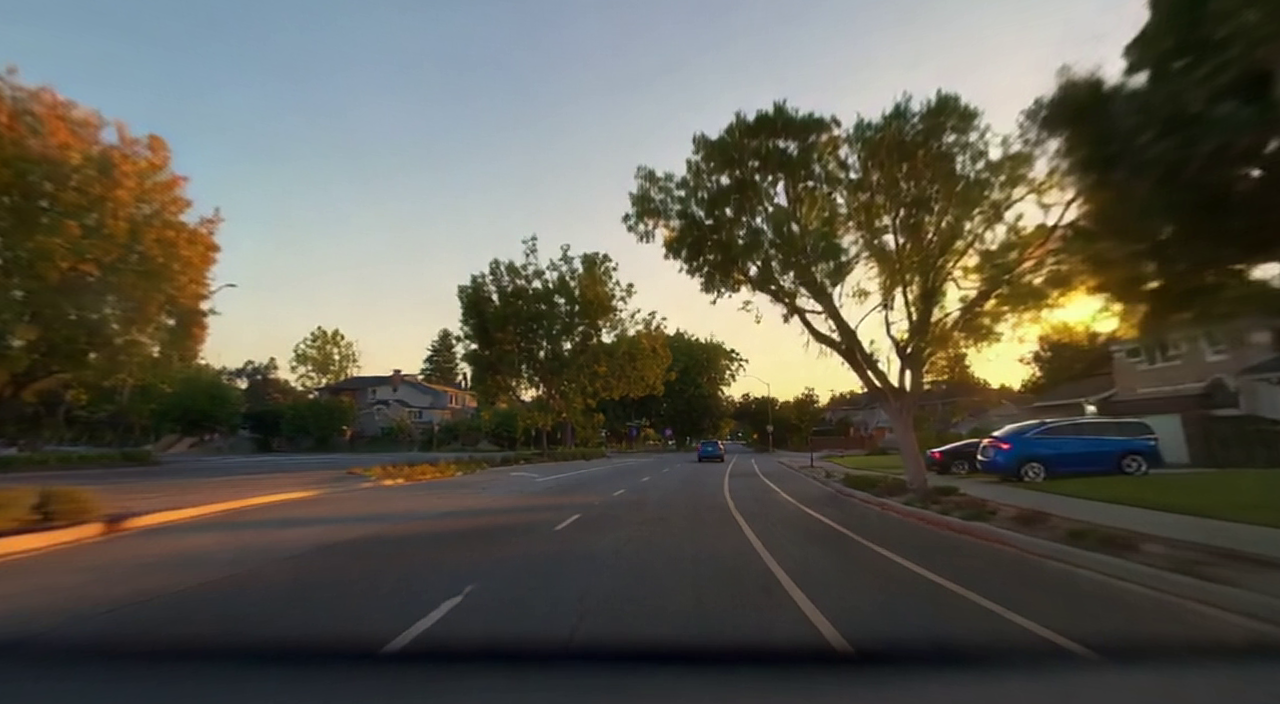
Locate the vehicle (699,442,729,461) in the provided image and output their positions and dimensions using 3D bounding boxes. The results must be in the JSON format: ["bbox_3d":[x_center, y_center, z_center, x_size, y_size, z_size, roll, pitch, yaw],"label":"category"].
[{"bbox_3d":[5.820,7.721,49.065,2.050,1.456,4.003,-1,-9,10],"label":"vehicle"}]

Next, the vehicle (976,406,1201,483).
[{"bbox_3d":[12.792,2.677,18.332,4.672,2.044,2.248,-1,-8,7],"label":"vehicle"}]
